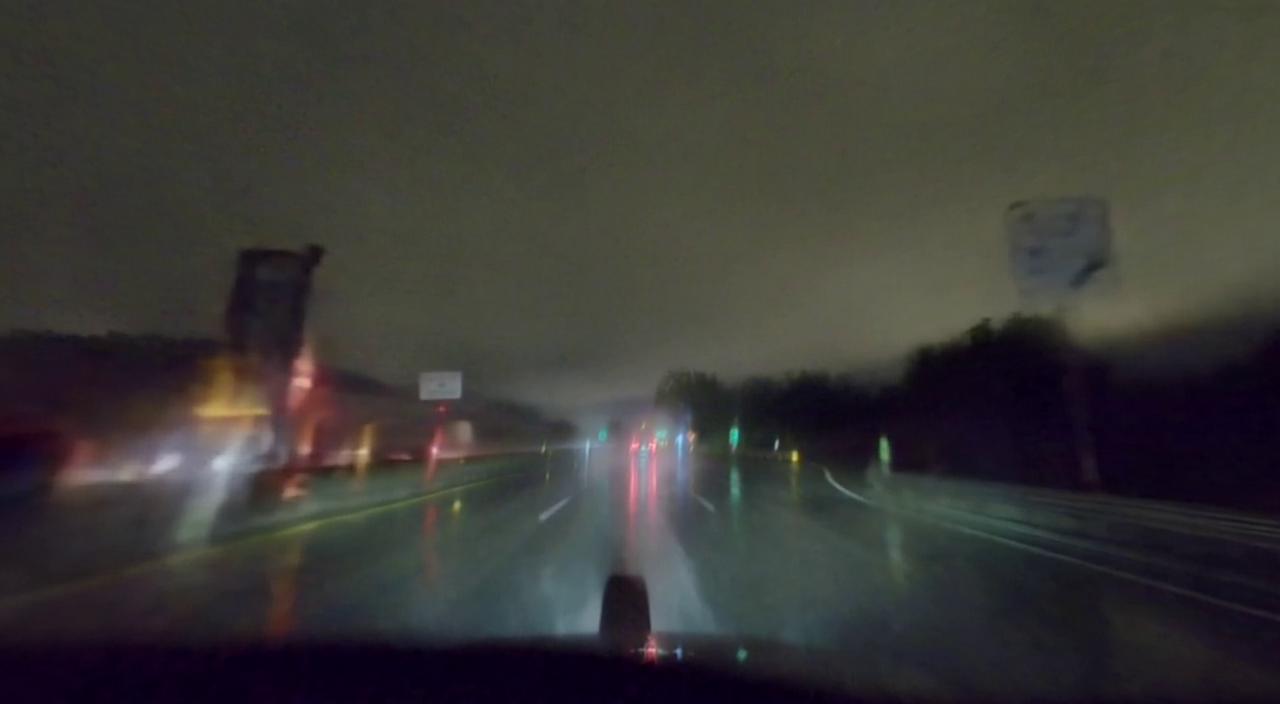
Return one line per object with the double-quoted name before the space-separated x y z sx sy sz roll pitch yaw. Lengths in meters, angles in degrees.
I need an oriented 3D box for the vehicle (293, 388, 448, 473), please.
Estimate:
"vehicle" -15.072 4.784 37.283 2.972 4.061 14.035 0 -8 0
